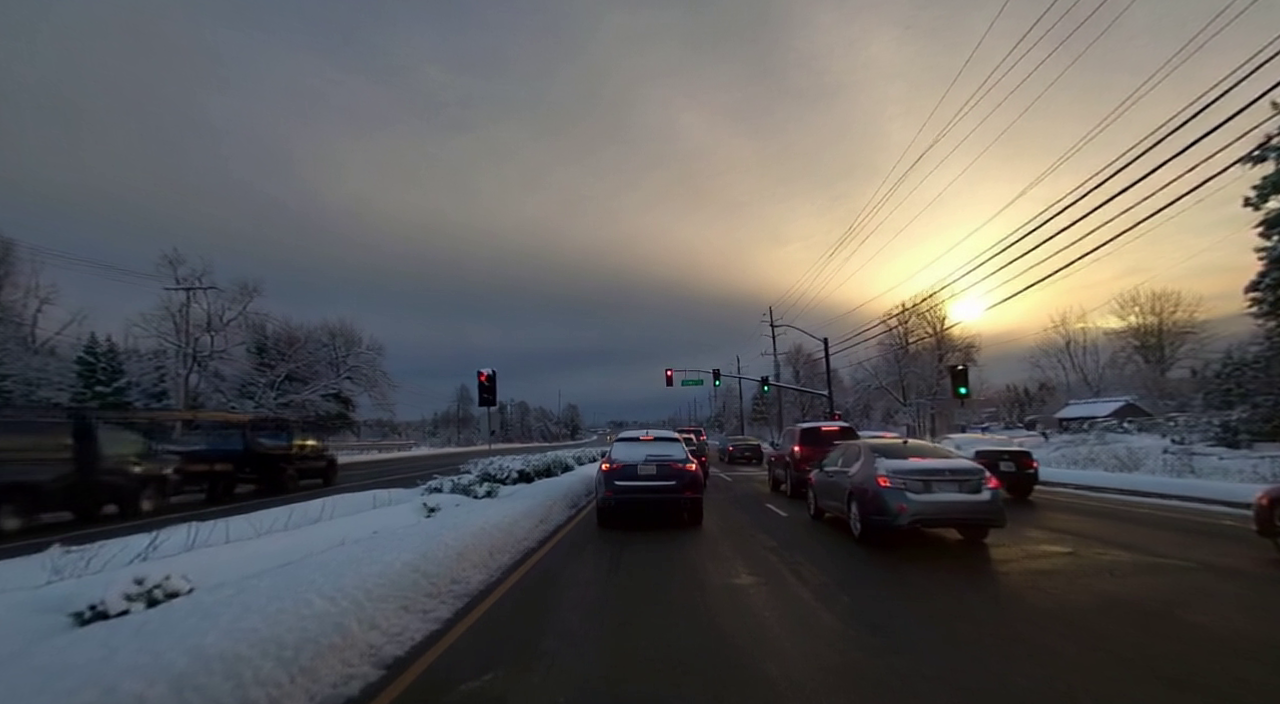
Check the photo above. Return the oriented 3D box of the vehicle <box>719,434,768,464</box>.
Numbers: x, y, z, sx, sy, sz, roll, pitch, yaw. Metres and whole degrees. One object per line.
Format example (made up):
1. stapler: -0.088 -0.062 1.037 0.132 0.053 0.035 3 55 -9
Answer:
1. vehicle: 5.507 5.227 34.069 1.995 1.491 4.133 0 -8 1

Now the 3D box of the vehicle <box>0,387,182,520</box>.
1. vehicle: -17.659 2.798 17.464 2.934 3.328 8.716 -1 -8 3

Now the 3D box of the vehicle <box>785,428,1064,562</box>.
1. vehicle: 3.653 1.915 9.255 2.028 1.454 4.531 0 -8 1

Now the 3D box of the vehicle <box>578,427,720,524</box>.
1. vehicle: 0.164 2.265 12.100 2.208 1.498 4.401 0 -8 1

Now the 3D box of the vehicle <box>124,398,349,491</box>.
1. vehicle: -17.072 4.098 28.018 3.085 3.375 9.783 -1 -8 3
